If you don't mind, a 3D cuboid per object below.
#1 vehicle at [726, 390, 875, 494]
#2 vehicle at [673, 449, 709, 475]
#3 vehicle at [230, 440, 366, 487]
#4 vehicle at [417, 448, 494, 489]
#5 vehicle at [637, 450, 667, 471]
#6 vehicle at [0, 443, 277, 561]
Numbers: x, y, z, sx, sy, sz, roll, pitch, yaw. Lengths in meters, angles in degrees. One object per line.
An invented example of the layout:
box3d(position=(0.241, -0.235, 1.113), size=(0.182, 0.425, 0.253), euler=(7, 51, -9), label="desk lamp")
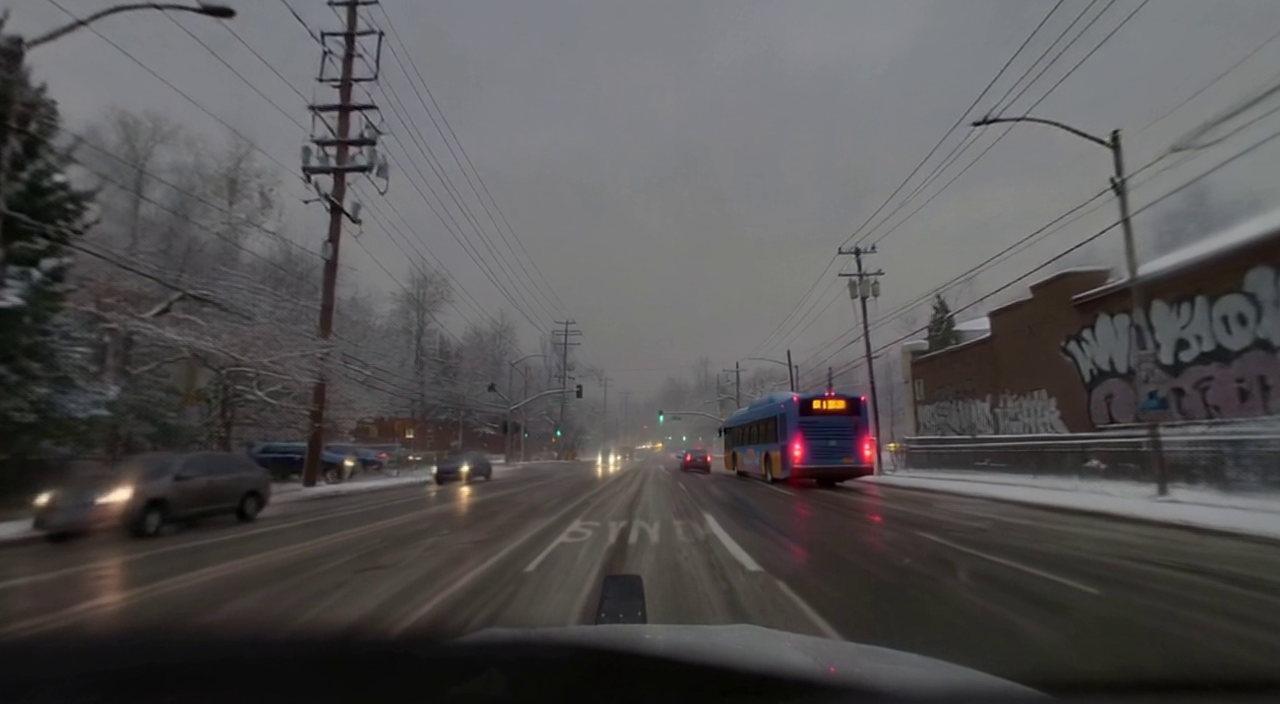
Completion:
box3d(position=(6.176, 3.878, 27.306), size=(3.045, 3.447, 12.604), euler=(0, -8, -1), label="vehicle")
box3d(position=(3.167, 6.901, 39.876), size=(1.961, 1.470, 4.196), euler=(0, -8, 0), label="vehicle")
box3d(position=(-14.703, 4.801, 27.480), size=(4.719, 1.903, 2.051), euler=(2, -8, -12), label="vehicle")
box3d(position=(-8.321, 5.262, 28.948), size=(2.017, 1.659, 4.405), euler=(0, -8, 3), label="vehicle")
box3d(position=(0.878, 8.240, 48.195), size=(2.016, 1.464, 4.089), euler=(0, -8, -2), label="vehicle")
box3d(position=(-9.217, 2.502, 11.534), size=(2.011, 1.672, 4.637), euler=(-1, -8, 7), label="vehicle")
